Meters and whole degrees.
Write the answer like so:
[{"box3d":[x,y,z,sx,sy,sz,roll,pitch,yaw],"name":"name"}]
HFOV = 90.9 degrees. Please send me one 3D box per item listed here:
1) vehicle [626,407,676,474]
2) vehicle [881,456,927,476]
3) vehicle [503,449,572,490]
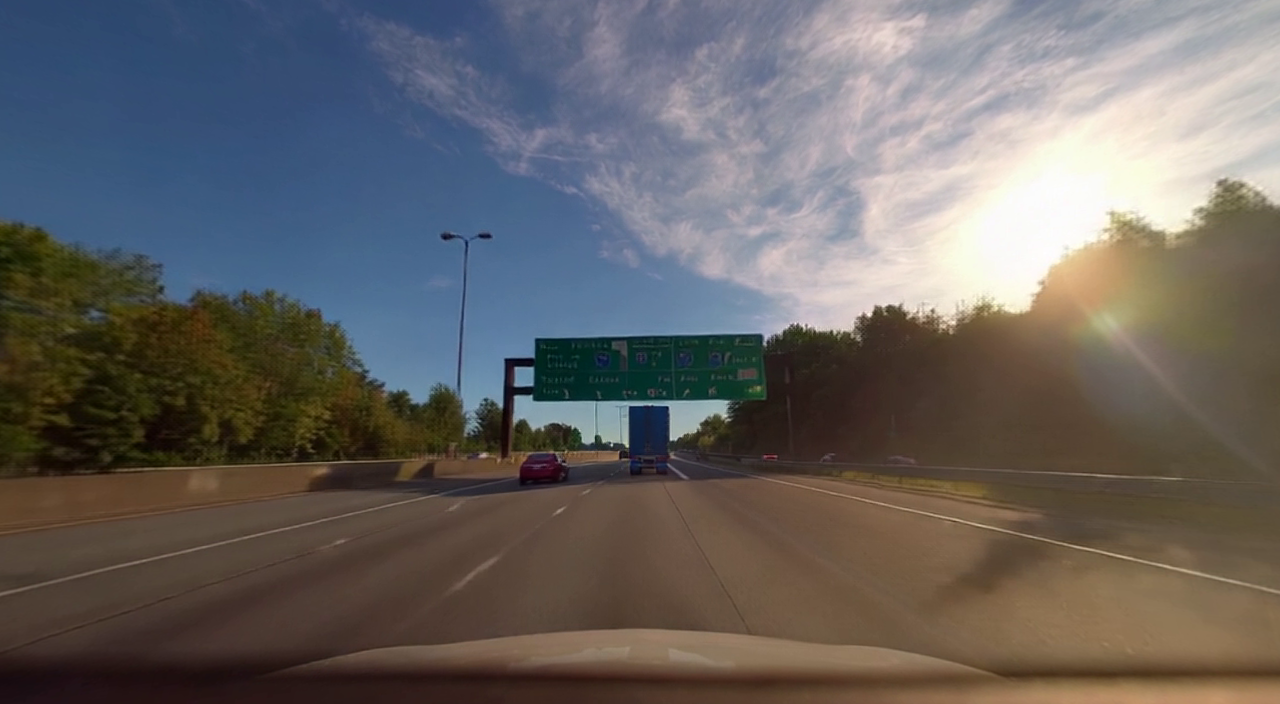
[{"box3d":[0.790,6.222,43.793,3.022,4.072,10.318,0,-9,1],"name":"vehicle"},{"box3d":[20.247,8.706,48.431,1.857,1.407,3.719,0,-9,0],"name":"vehicle"},{"box3d":[-3.959,4.598,25.099,1.931,1.466,4.458,0,-9,1],"name":"vehicle"}]
